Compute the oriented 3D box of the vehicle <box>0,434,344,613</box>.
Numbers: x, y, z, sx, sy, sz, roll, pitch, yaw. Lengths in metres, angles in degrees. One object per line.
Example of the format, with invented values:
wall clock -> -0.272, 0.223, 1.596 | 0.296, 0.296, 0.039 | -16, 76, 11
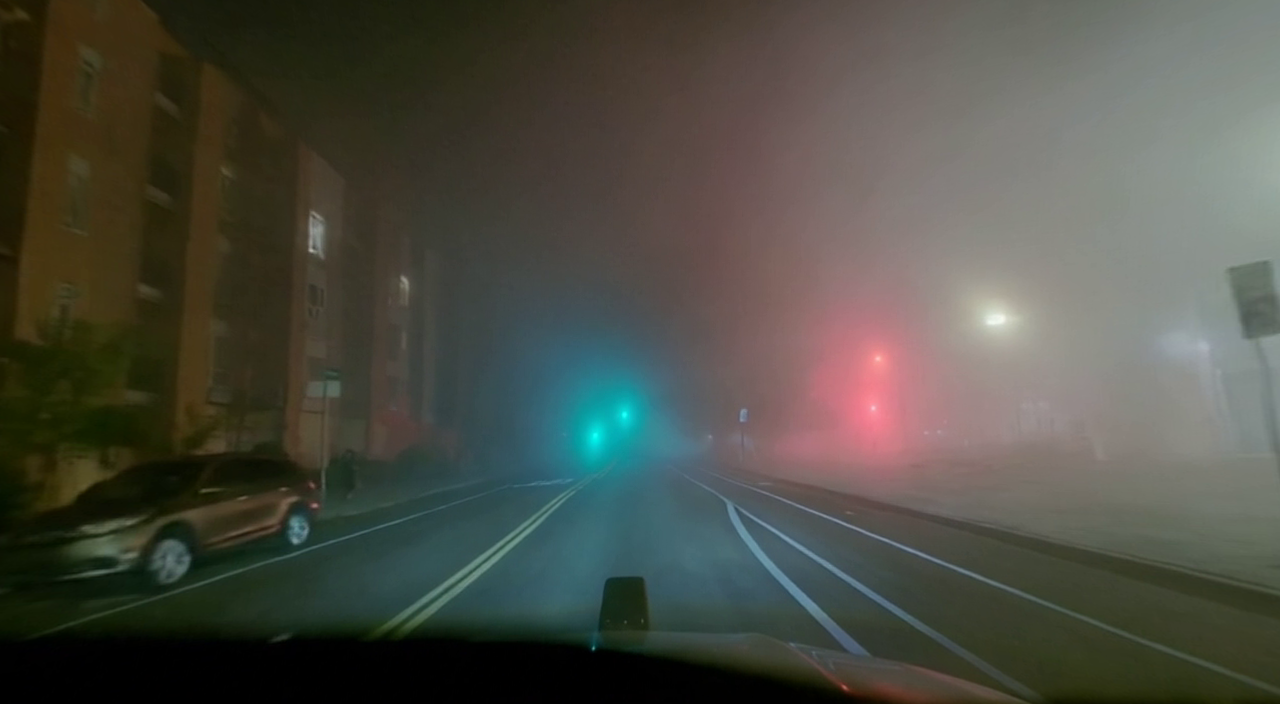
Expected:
vehicle -> -6.325, 2.009, 8.617 | 2.147, 1.701, 4.879 | 0, -8, 1
